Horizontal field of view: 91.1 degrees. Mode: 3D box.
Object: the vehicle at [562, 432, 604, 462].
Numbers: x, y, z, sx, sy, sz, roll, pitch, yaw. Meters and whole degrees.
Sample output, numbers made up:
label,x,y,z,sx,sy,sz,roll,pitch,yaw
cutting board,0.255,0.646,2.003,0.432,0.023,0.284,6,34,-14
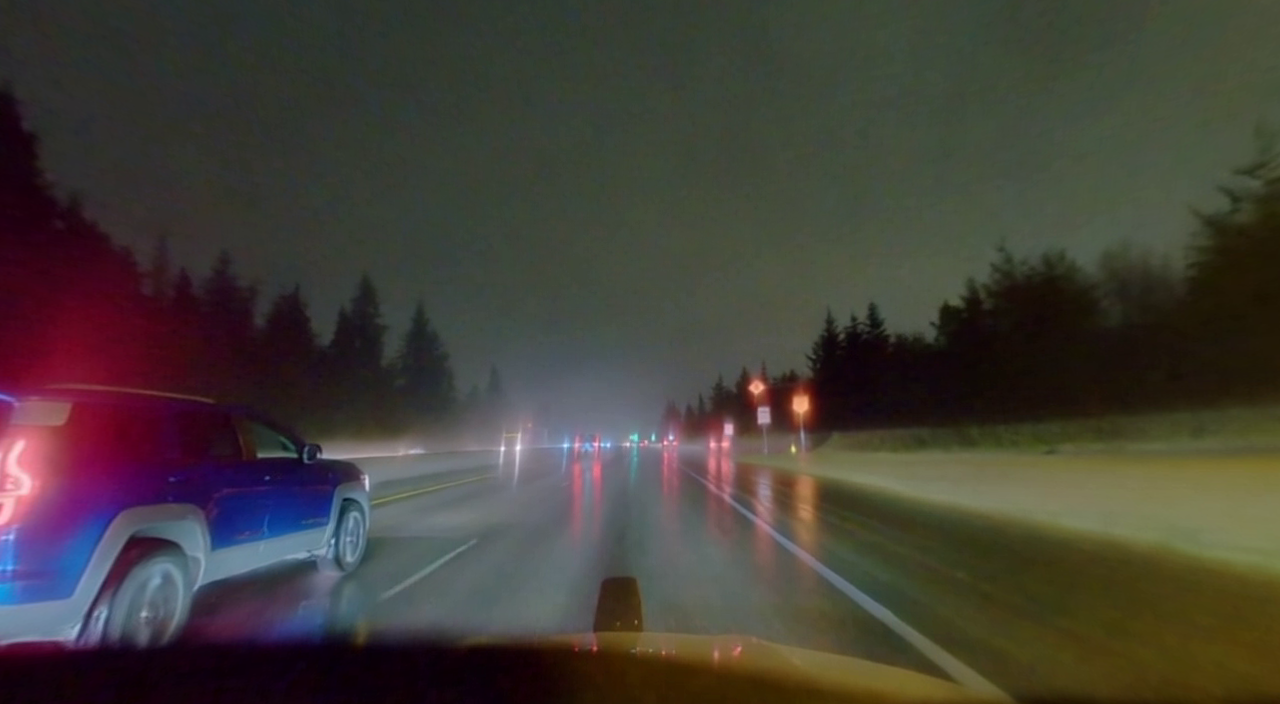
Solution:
label,x,y,z,sx,sy,sz,roll,pitch,yaw
vehicle,-3.296,5.645,37.278,2.125,1.662,4.336,0,-8,0
